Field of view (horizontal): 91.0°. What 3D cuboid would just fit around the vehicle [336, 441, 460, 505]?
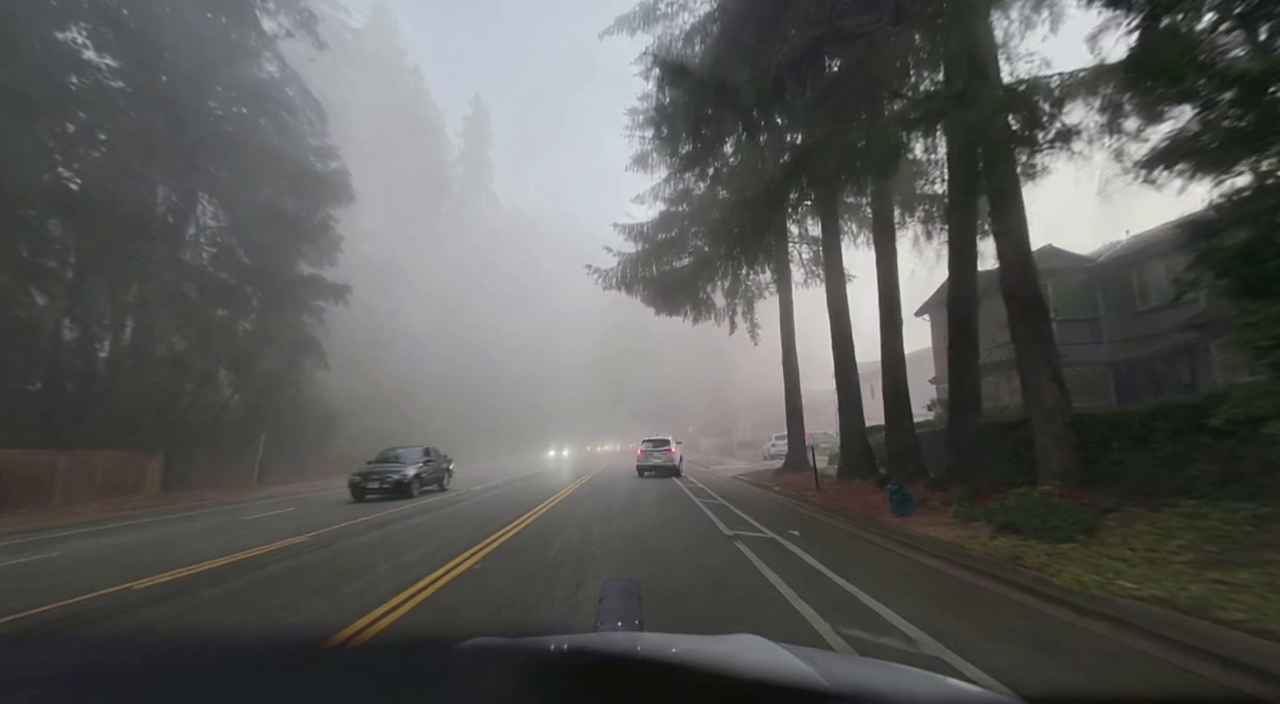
[{"bbox_3d":[-7.116,3.564,19.073,1.972,1.703,4.423,0,-8,0],"label":"vehicle"}]

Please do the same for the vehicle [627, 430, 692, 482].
[{"bbox_3d":[0.883,4.179,25.513,2.268,1.862,4.724,-1,-8,6],"label":"vehicle"}]

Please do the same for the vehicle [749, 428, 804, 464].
[{"bbox_3d":[8.222,5.770,38.376,2.007,1.803,4.835,-5,-9,-2],"label":"vehicle"}]
